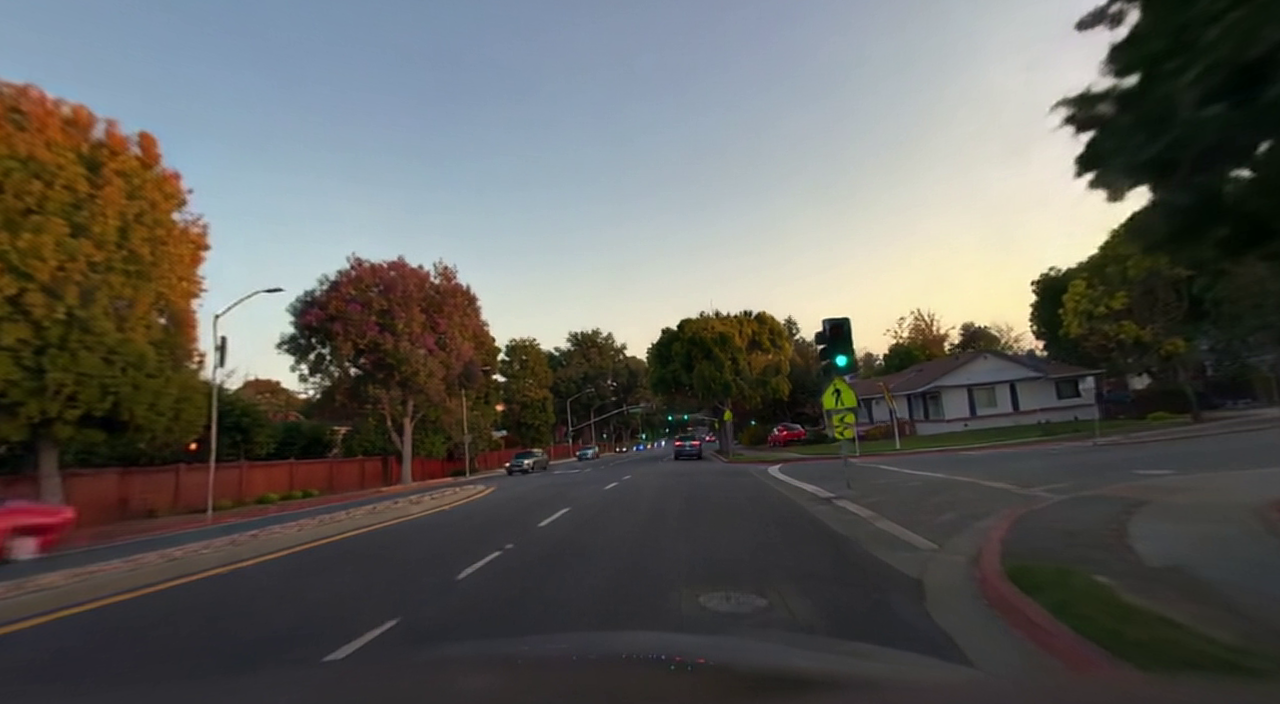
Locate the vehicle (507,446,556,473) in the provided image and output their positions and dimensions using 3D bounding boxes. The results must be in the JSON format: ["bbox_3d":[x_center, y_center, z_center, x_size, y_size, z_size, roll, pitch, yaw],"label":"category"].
[{"bbox_3d":[-7.516,7.497,44.110,2.014,1.734,4.482,-2,-8,9],"label":"vehicle"}]

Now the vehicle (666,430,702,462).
[{"bbox_3d":[2.824,5.934,39.853,2.059,1.908,4.714,-2,-8,6],"label":"vehicle"}]
